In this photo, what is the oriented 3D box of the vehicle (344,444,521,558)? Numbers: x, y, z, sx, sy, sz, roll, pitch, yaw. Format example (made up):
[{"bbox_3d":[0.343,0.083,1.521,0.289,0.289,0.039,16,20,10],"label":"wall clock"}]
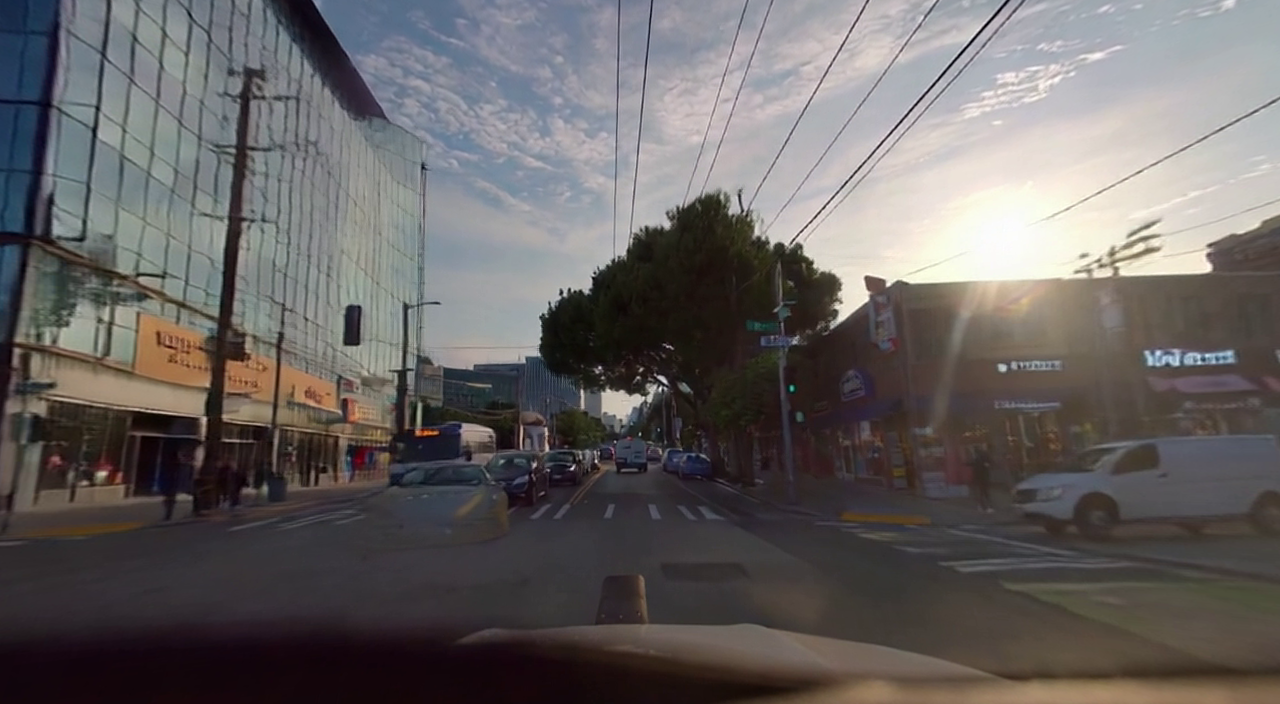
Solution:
[{"bbox_3d":[-3.501,2.534,11.599,2.026,1.616,4.109,0,-8,-3],"label":"vehicle"}]

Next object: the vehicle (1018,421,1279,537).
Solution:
[{"bbox_3d":[10.137,2.232,11.476,4.966,1.826,2.209,-3,-9,7],"label":"vehicle"}]

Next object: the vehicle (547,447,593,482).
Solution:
[{"bbox_3d":[-3.691,5.999,34.154,1.983,1.727,4.294,0,-8,0],"label":"vehicle"}]

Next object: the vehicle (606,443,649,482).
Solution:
[{"bbox_3d":[-0.708,5.795,33.533,2.127,1.893,4.194,1,-8,-2],"label":"vehicle"}]

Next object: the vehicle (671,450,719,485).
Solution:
[{"bbox_3d":[2.700,5.833,32.182,1.934,1.633,4.271,1,-8,-2],"label":"vehicle"}]
